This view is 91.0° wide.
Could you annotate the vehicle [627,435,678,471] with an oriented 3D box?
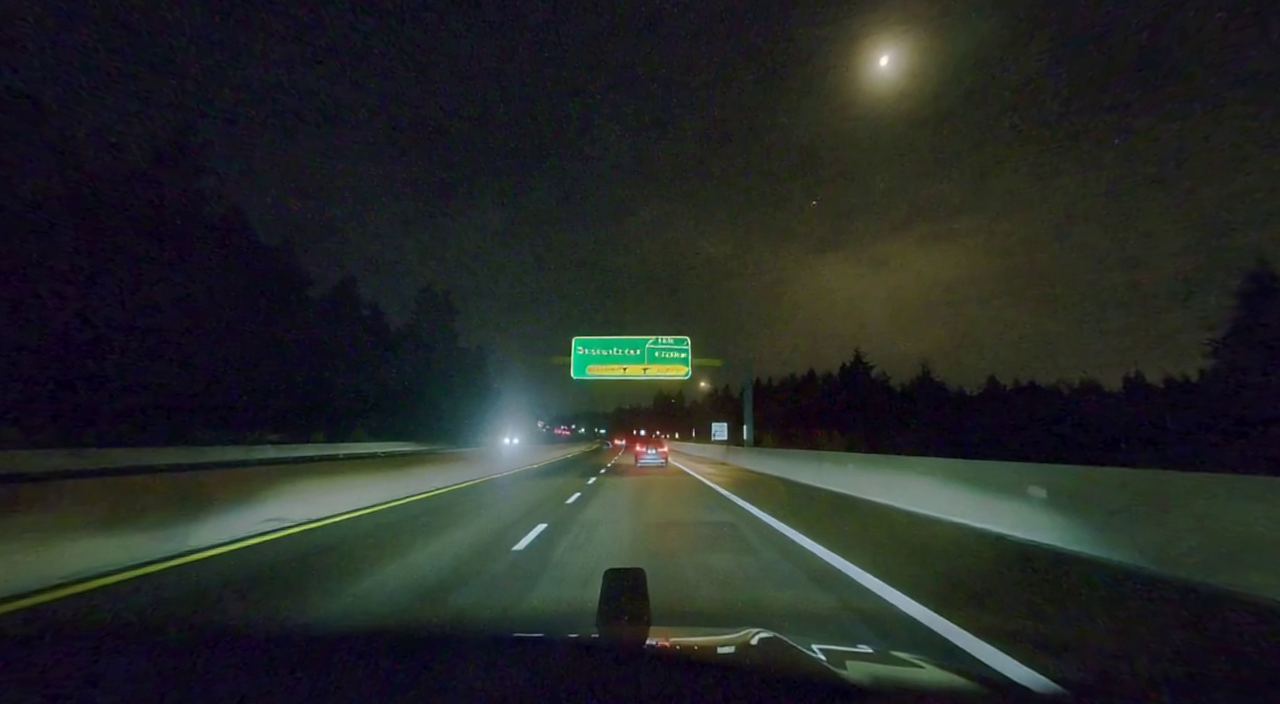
[{"bbox_3d":[0.514,4.566,28.639,2.130,1.512,4.057,0,-8,0],"label":"vehicle"}]
